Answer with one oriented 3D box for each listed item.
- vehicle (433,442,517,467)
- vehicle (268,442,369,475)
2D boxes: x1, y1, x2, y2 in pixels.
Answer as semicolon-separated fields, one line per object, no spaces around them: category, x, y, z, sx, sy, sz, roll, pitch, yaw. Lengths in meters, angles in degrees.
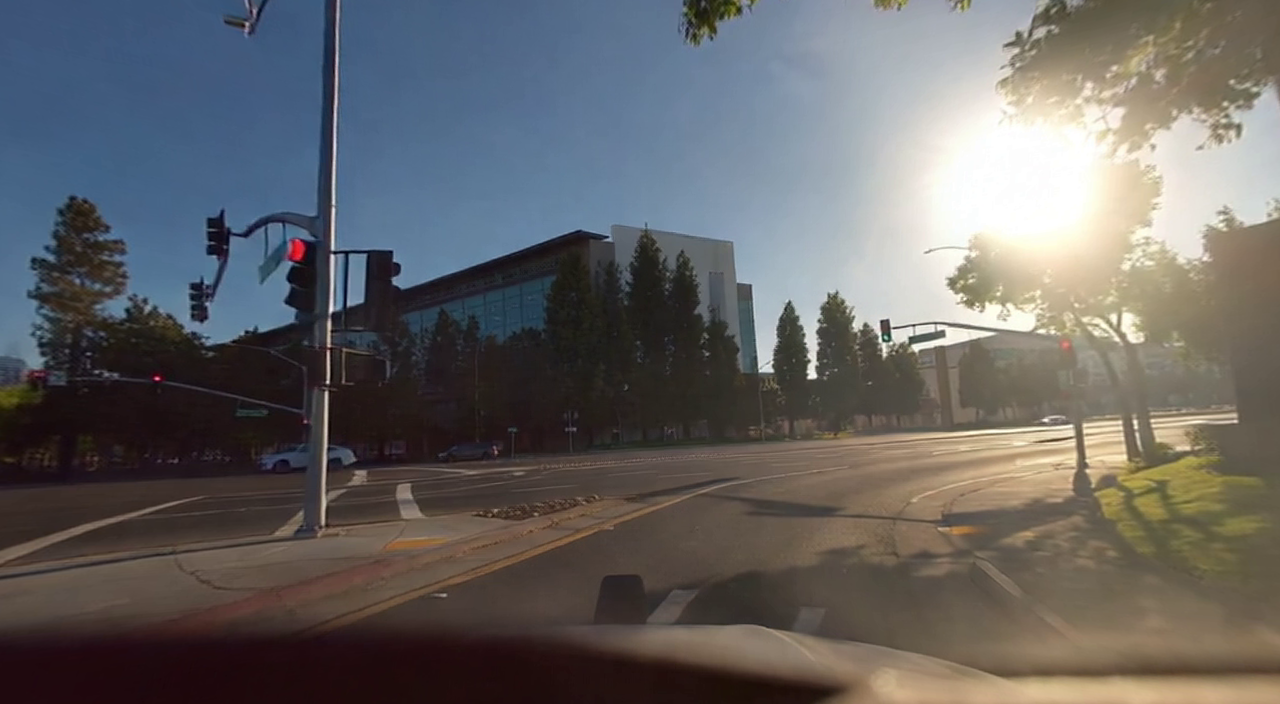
vehicle;-9.919;6.173;38.045;4.527;1.444;1.811;7;-11;-40
vehicle;-18.602;6.152;36.560;4.782;1.776;2.118;7;-11;-39
